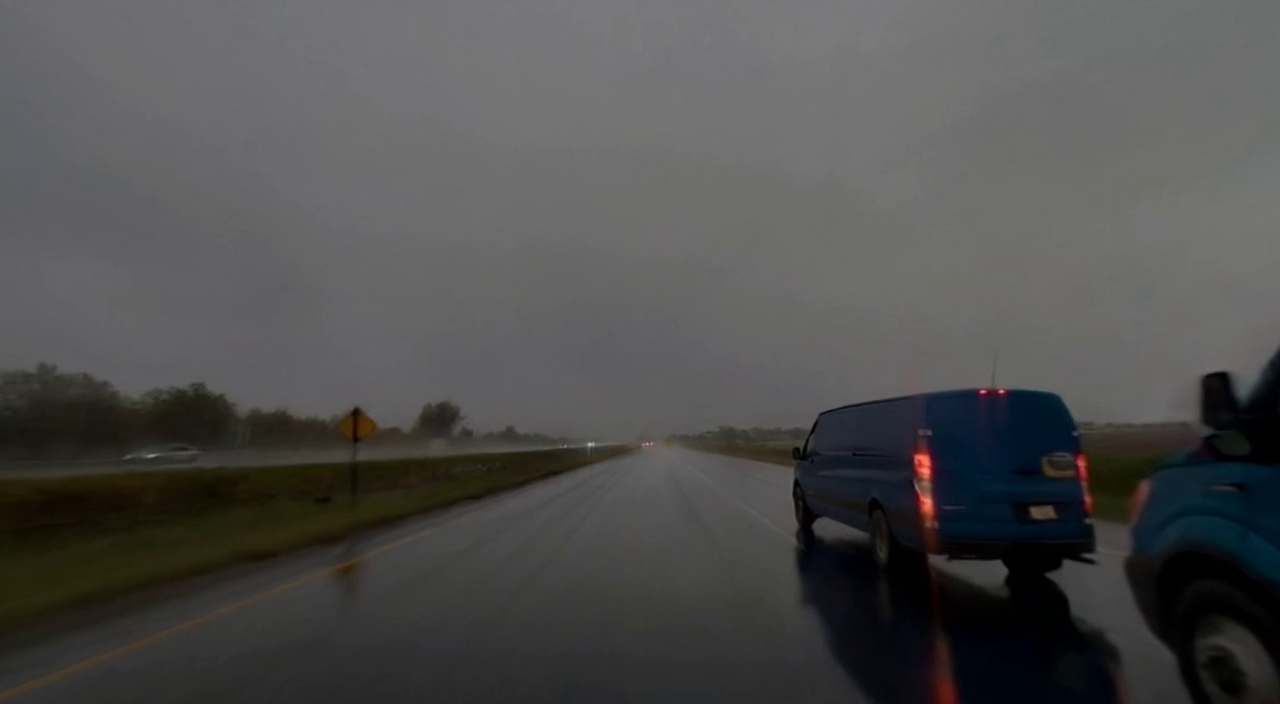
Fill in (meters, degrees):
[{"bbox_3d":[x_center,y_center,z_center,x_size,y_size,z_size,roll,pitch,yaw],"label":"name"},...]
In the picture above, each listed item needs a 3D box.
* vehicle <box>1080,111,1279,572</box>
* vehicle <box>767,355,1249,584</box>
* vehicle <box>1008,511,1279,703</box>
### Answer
[{"bbox_3d":[4.099,-0.267,1.211,2.444,2.053,5.616,0,-8,0],"label":"vehicle"},{"bbox_3d":[4.033,1.569,9.417,2.686,2.043,7.449,0,-8,0],"label":"vehicle"},{"bbox_3d":[4.014,1.140,1.448,2.702,0.824,6.391,0,-8,2],"label":"vehicle"}]
